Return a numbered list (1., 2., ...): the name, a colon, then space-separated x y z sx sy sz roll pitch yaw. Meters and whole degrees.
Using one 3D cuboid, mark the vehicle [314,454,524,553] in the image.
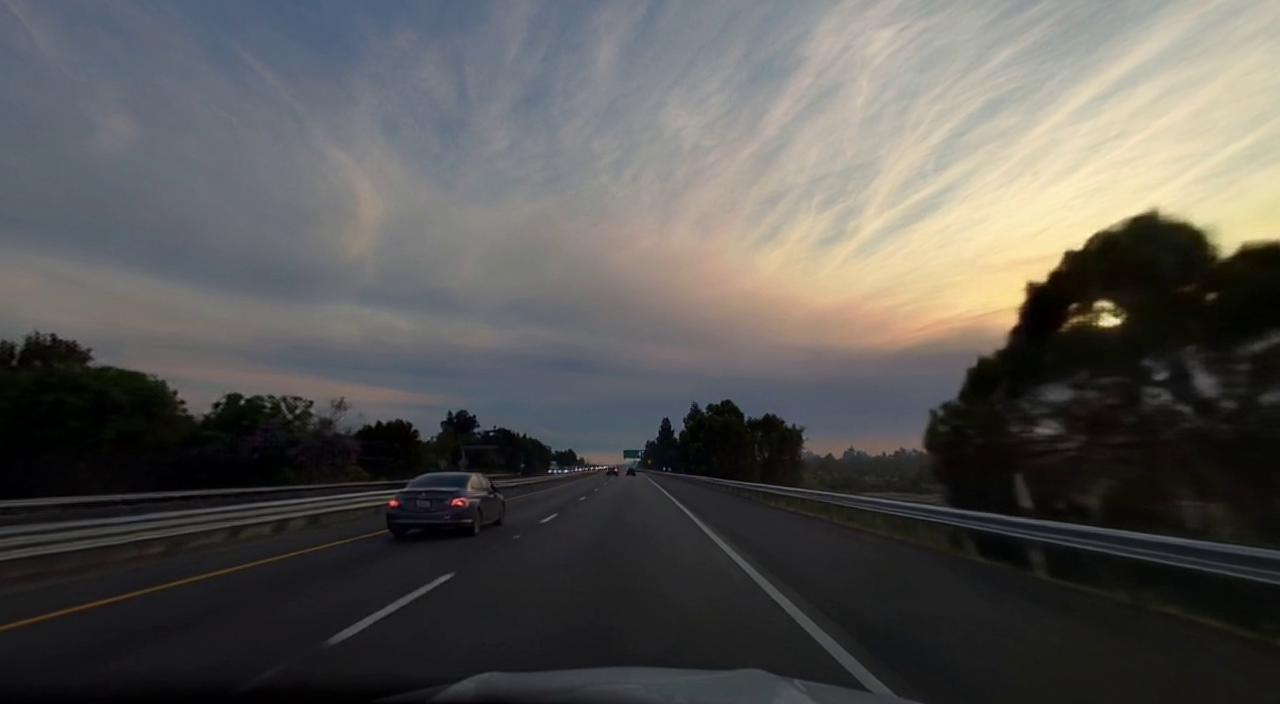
1. vehicle: -3.821 2.775 12.114 2.146 1.441 5.020 1 -11 1
